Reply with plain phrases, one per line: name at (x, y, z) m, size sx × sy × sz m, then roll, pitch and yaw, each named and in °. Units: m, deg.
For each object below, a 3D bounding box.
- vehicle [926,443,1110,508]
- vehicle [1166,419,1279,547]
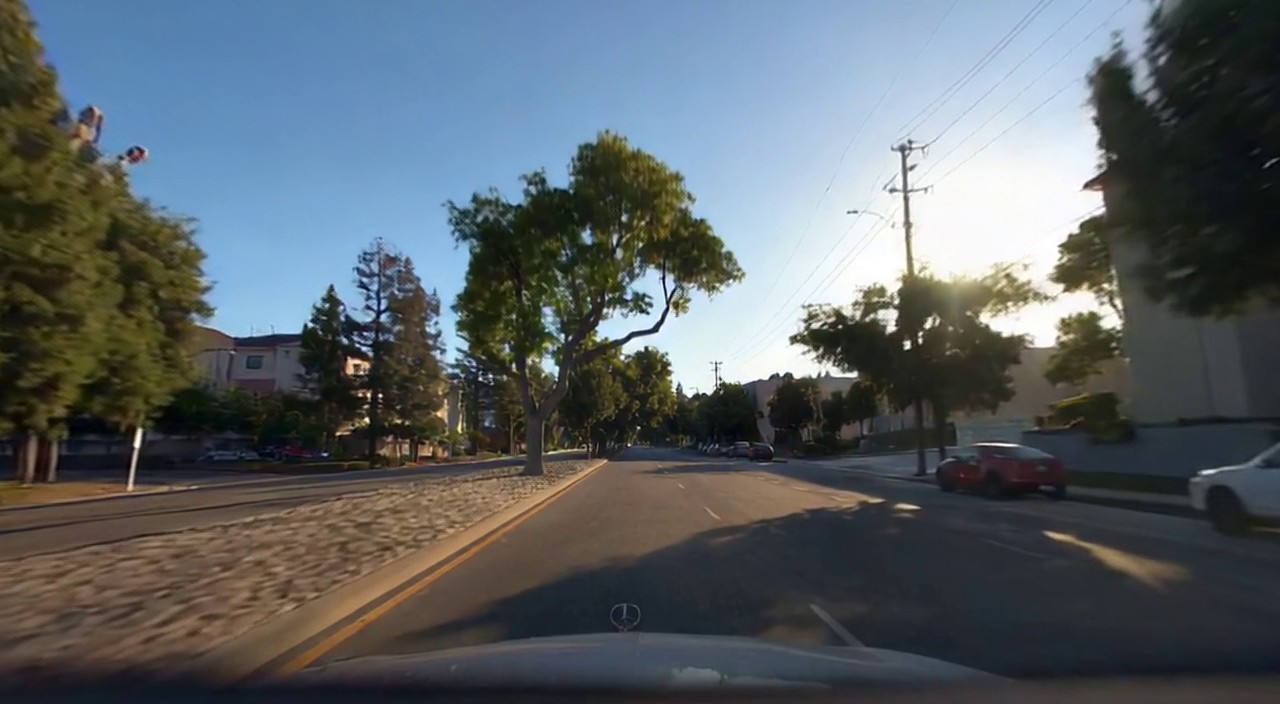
vehicle at (9.912, 3.239, 17.160) m, size 1.996 × 1.488 × 4.810 m, roll 0°, pitch -9°, yaw 0°
vehicle at (9.863, 1.738, 8.217) m, size 2.018 × 1.742 × 4.547 m, roll 0°, pitch -9°, yaw -1°
